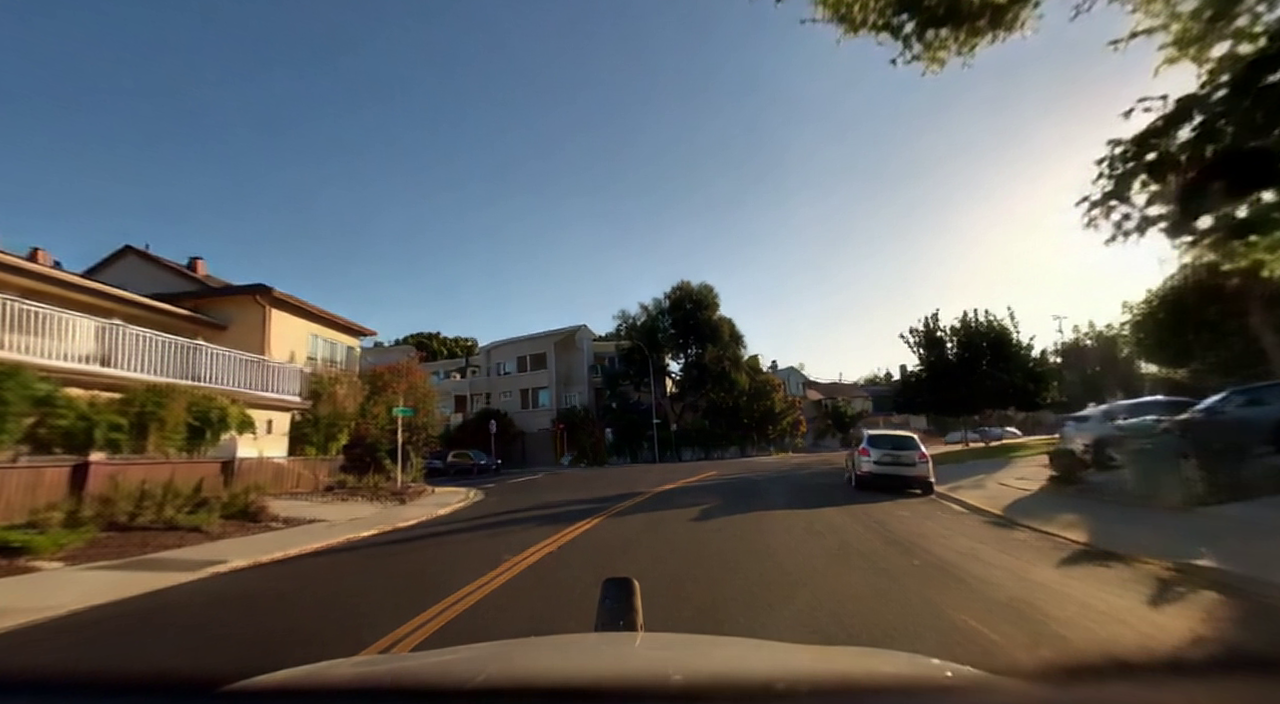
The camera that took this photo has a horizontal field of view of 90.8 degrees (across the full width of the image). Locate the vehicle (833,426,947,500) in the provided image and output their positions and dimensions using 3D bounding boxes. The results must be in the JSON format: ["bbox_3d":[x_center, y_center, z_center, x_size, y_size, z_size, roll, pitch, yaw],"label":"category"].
[{"bbox_3d":[6.585,2.941,17.179,2.105,1.705,4.392,-2,-9,12],"label":"vehicle"}]

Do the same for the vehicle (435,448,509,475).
[{"bbox_3d":[-10.806,7.018,40.717,4.270,1.683,1.984,-4,-9,24],"label":"vehicle"}]
